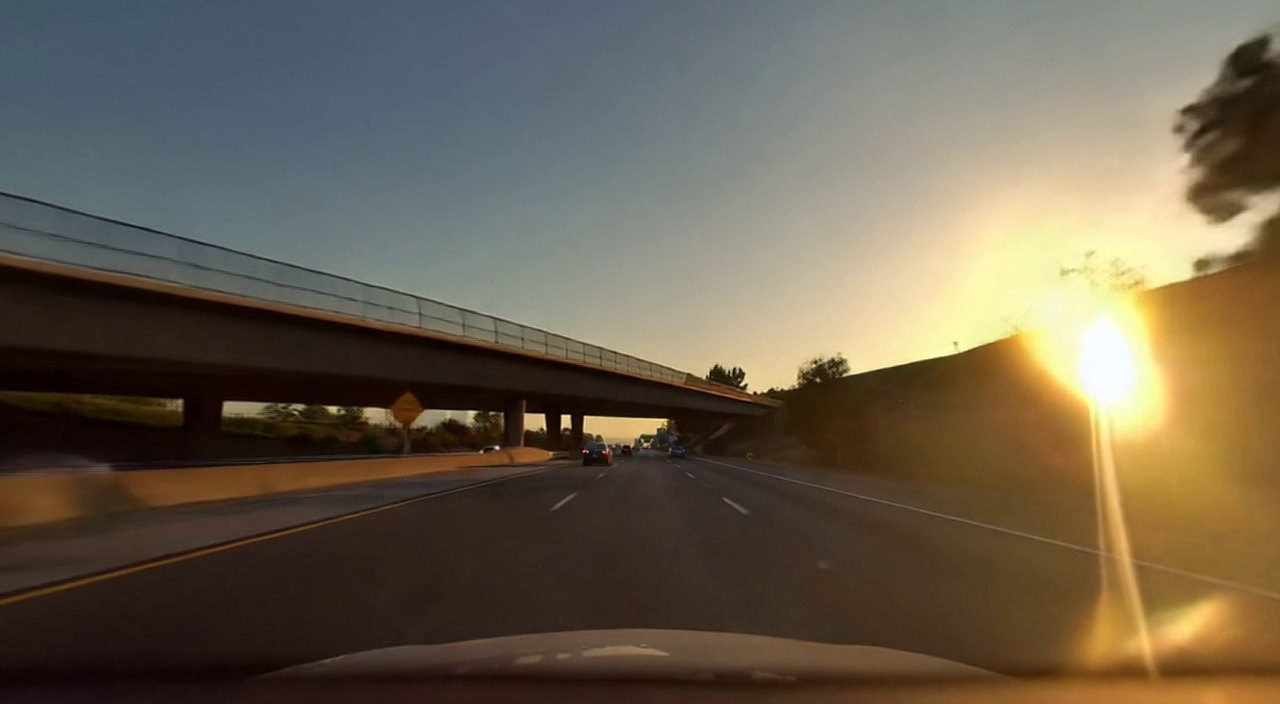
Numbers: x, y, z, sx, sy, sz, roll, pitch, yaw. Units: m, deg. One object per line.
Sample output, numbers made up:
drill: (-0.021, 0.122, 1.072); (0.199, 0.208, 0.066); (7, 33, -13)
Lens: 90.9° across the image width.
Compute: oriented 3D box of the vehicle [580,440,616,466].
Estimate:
vehicle: (-2.980, 7.332, 45.993); (2.319, 1.738, 4.355); (0, -8, 0)
